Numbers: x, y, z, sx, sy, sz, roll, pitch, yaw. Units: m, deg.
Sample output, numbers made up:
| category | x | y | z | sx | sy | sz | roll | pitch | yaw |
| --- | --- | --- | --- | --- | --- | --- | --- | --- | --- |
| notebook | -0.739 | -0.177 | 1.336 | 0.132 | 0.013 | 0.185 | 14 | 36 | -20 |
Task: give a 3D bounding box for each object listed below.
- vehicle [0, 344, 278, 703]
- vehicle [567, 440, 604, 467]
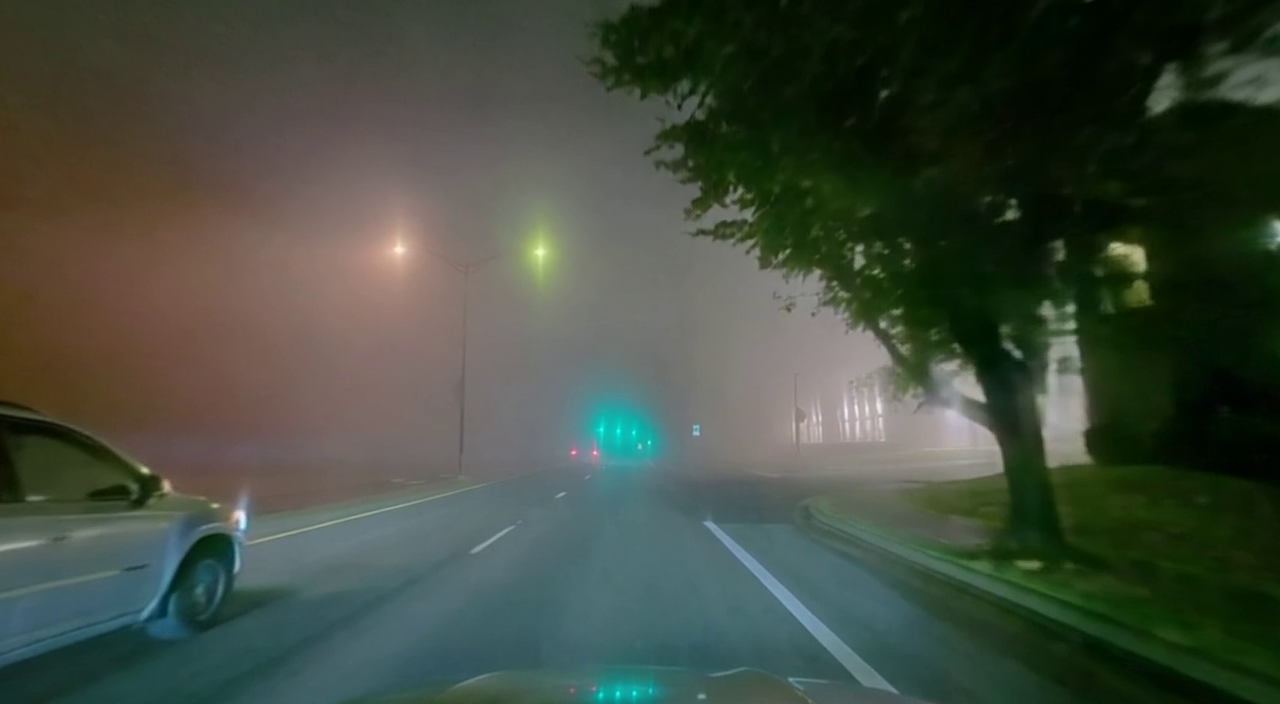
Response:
| category | x | y | z | sx | sy | sz | roll | pitch | yaw |
| --- | --- | --- | --- | --- | --- | --- | --- | --- | --- |
| vehicle | -3.839 | 0.763 | 2.318 | 2.202 | 1.685 | 4.772 | 0 | -8 | 0 |
| vehicle | -3.747 | 7.081 | 44.057 | 2.179 | 1.771 | 4.267 | 0 | -8 | 1 |
